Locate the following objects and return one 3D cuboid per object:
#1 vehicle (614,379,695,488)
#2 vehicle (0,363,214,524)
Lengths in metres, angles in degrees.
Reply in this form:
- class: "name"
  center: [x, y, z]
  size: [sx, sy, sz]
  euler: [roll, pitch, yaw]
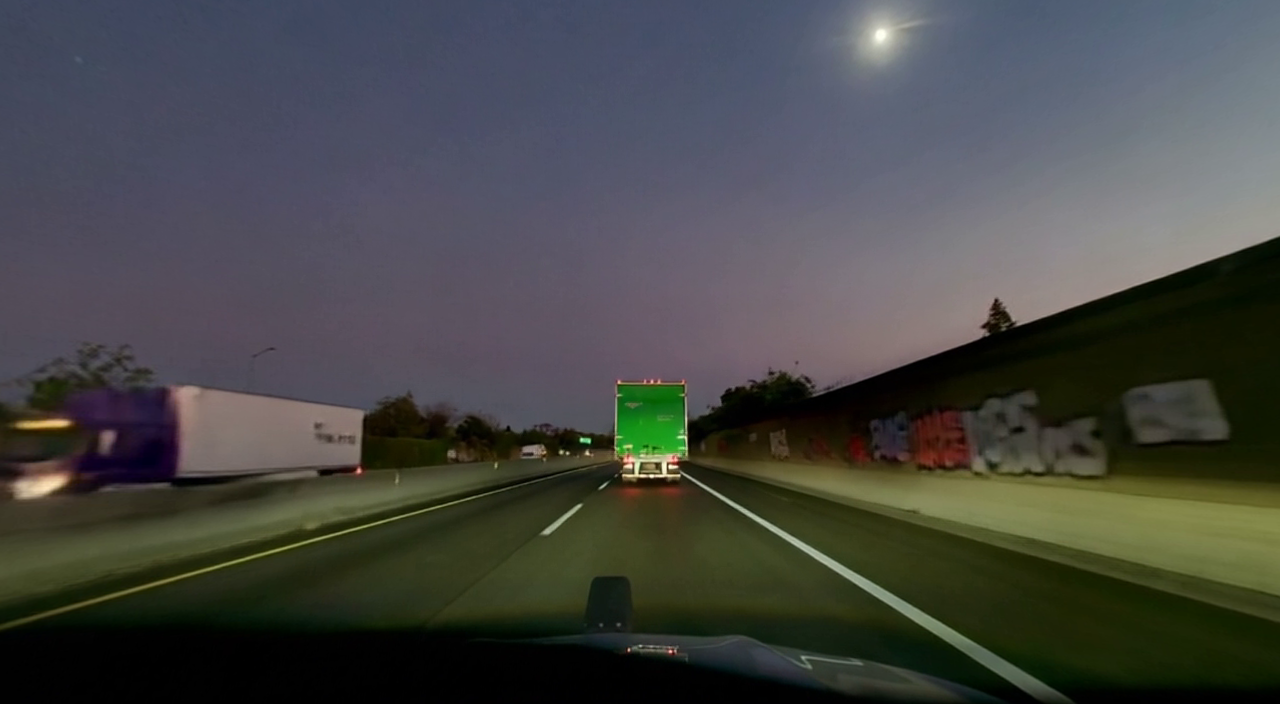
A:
- class: "vehicle"
  center: [0.432, 3.753, 28.125]
  size: [2.900, 3.955, 10.151]
  euler: [0, -9, -1]
- class: "vehicle"
  center: [-16.285, 2.718, 18.653]
  size: [3.009, 3.980, 5.790]
  euler: [0, -9, 1]
